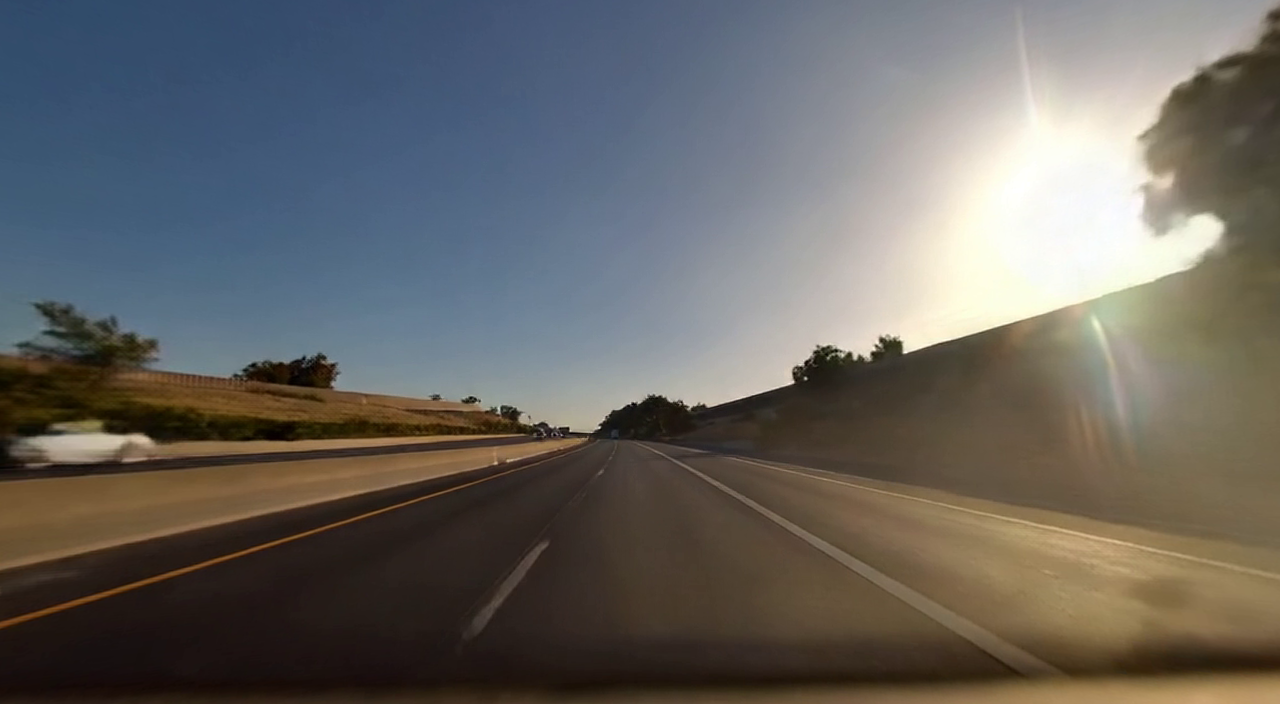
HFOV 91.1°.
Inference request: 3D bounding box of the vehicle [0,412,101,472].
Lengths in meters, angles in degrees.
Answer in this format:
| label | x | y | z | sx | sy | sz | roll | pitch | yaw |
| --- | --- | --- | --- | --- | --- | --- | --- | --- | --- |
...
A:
| label | x | y | z | sx | sy | sz | roll | pitch | yaw |
| --- | --- | --- | --- | --- | --- | --- | --- | --- | --- |
| vehicle | -18.398 | 2.596 | 18.231 | 1.803 | 1.644 | 4.170 | 1 | -8 | -1 |
